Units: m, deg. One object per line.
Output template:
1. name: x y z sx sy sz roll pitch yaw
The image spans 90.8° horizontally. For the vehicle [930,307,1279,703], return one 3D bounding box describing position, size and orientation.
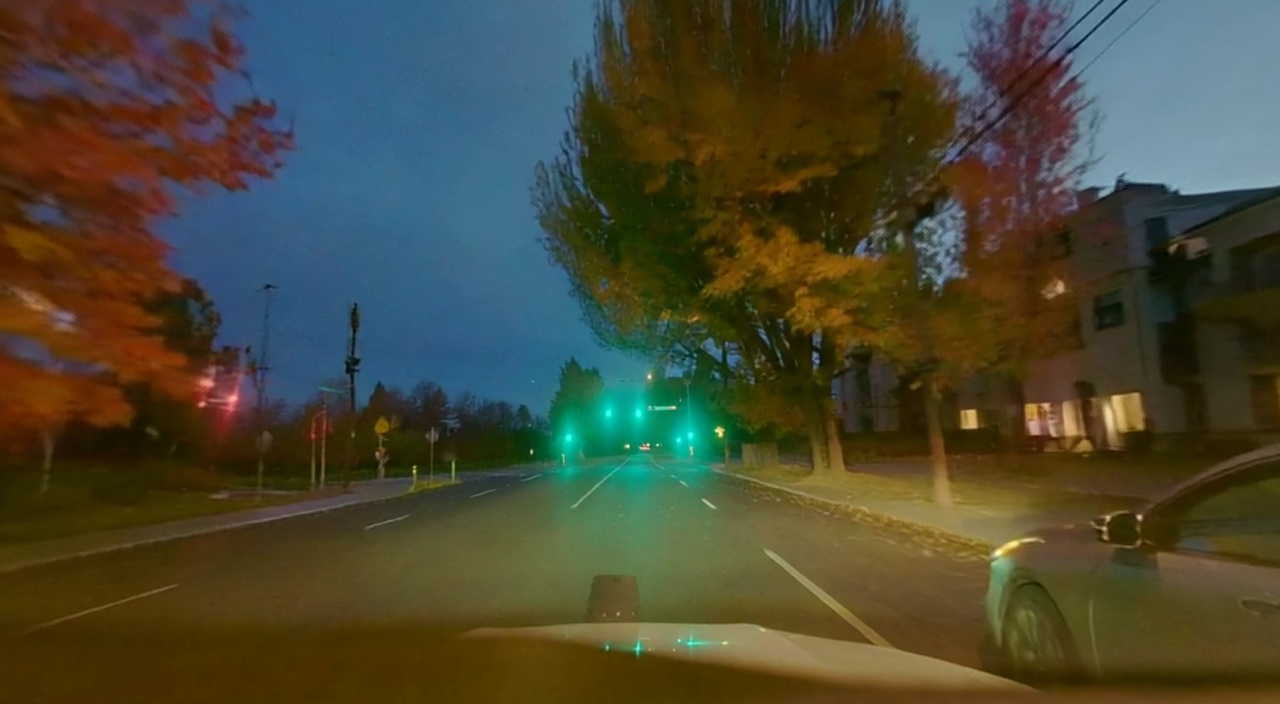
1. vehicle: 3.052 0.729 1.673 2.224 1.791 4.834 0 -9 0
